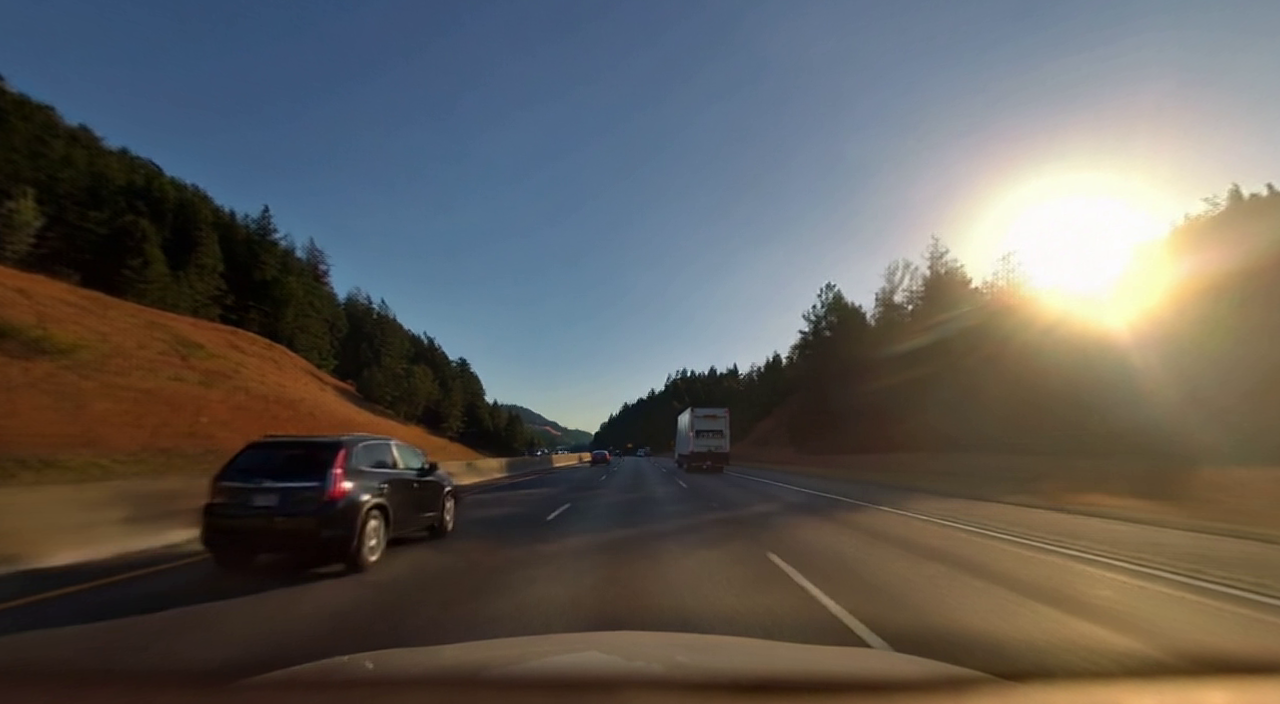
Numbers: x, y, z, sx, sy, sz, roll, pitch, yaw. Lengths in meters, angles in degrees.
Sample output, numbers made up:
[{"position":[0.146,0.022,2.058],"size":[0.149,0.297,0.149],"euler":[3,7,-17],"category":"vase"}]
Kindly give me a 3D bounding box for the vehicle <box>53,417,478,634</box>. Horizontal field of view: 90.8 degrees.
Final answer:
[{"position":[-3.238,1.568,6.648],"size":[1.944,1.548,4.051],"euler":[0,-9,0],"category":"vehicle"}]

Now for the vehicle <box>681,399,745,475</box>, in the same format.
[{"position":[4.074,4.957,36.507],"size":[2.904,4.001,5.861],"euler":[0,-9,0],"category":"vehicle"}]
